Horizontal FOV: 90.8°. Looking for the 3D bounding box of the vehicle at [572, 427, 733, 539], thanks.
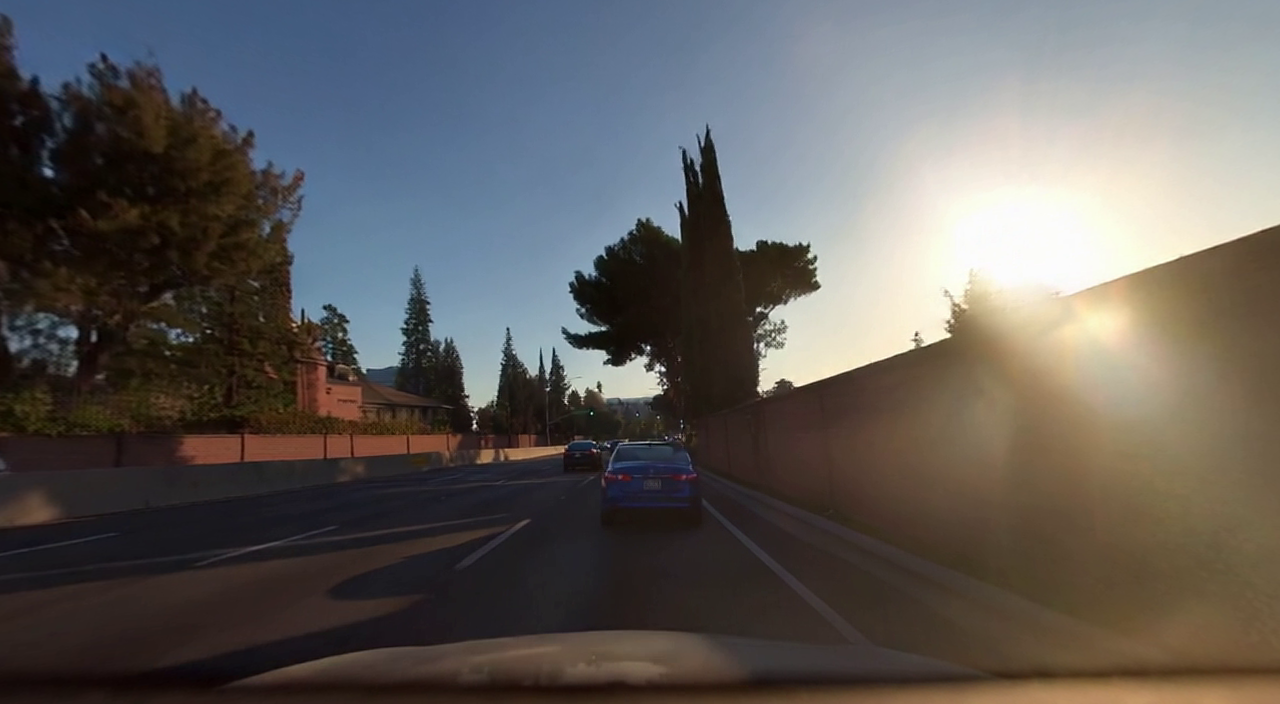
[{"bbox_3d":[0.132,2.104,10.821,2.205,1.509,4.272,0,-8,-1],"label":"vehicle"}]
